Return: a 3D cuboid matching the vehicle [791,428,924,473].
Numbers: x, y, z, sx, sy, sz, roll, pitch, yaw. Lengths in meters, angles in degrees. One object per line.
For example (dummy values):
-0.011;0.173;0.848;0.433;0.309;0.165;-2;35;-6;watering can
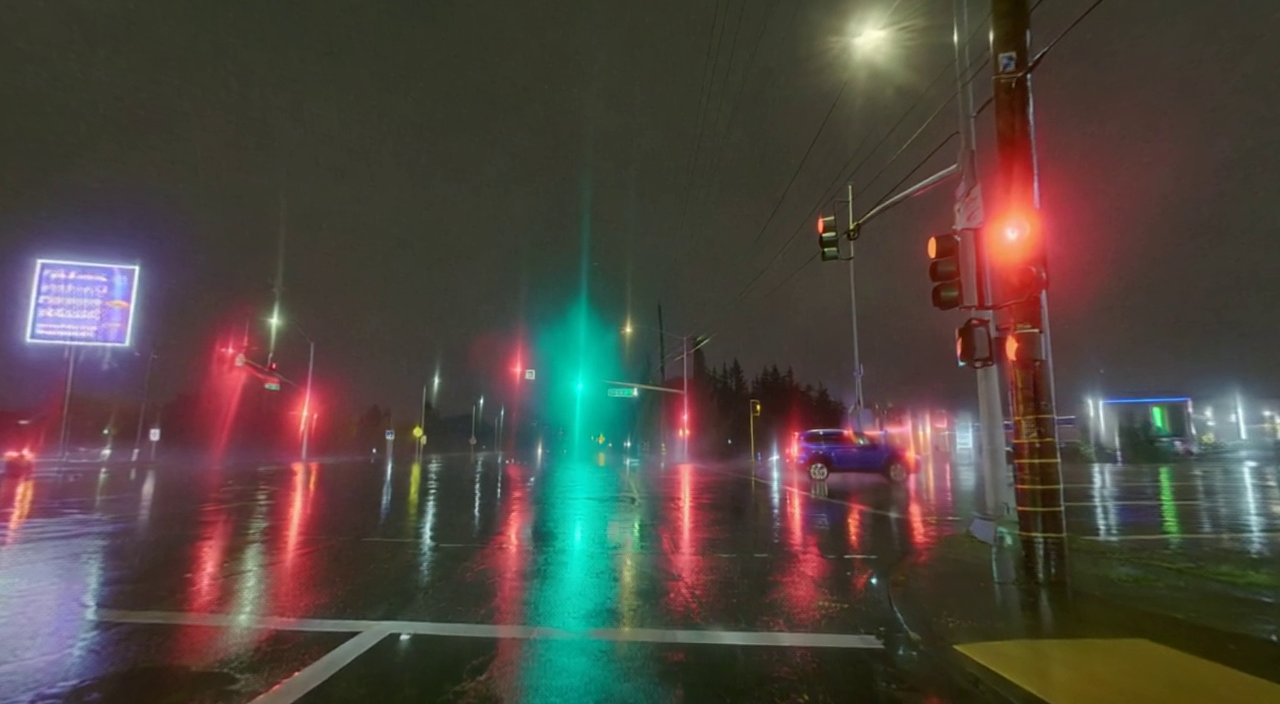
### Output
8.710;4.014;25.722;4.884;1.714;2.021;-2;-9;12;vehicle
